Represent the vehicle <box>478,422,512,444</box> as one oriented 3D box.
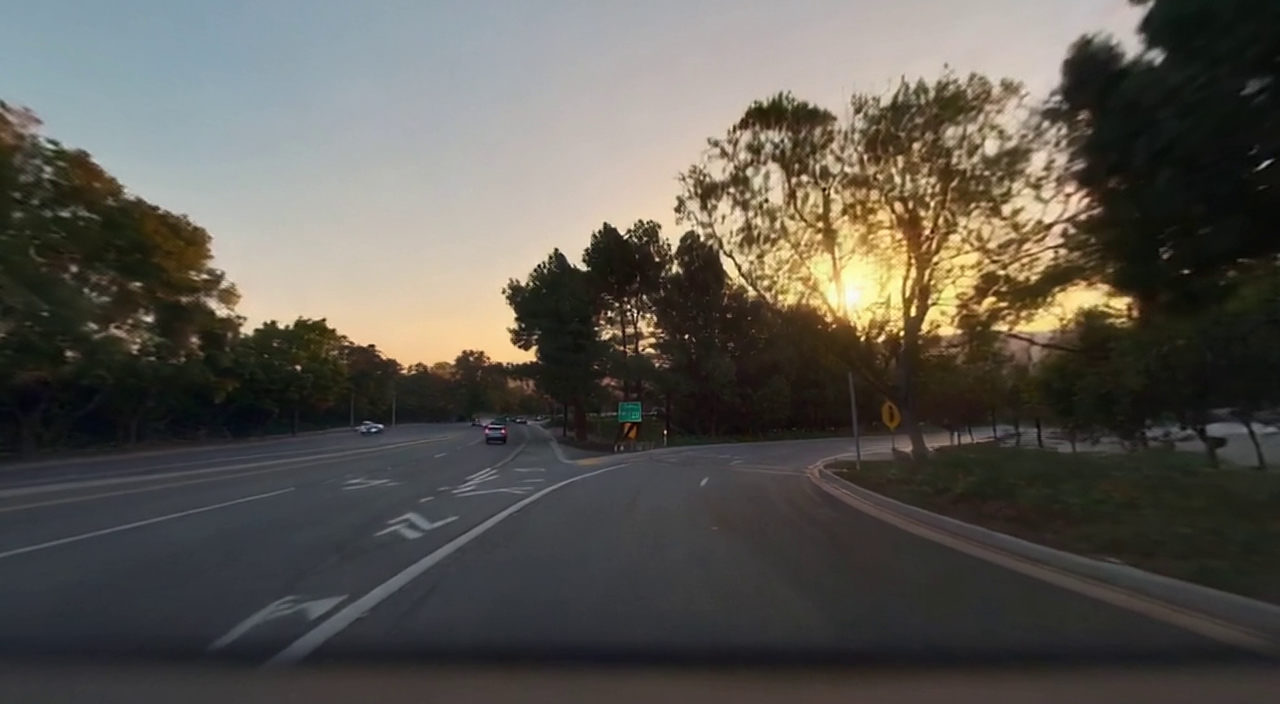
[{"bbox_3d":[-10.457,5.927,45.867,2.108,1.472,4.099,2,-8,-9],"label":"vehicle"}]
